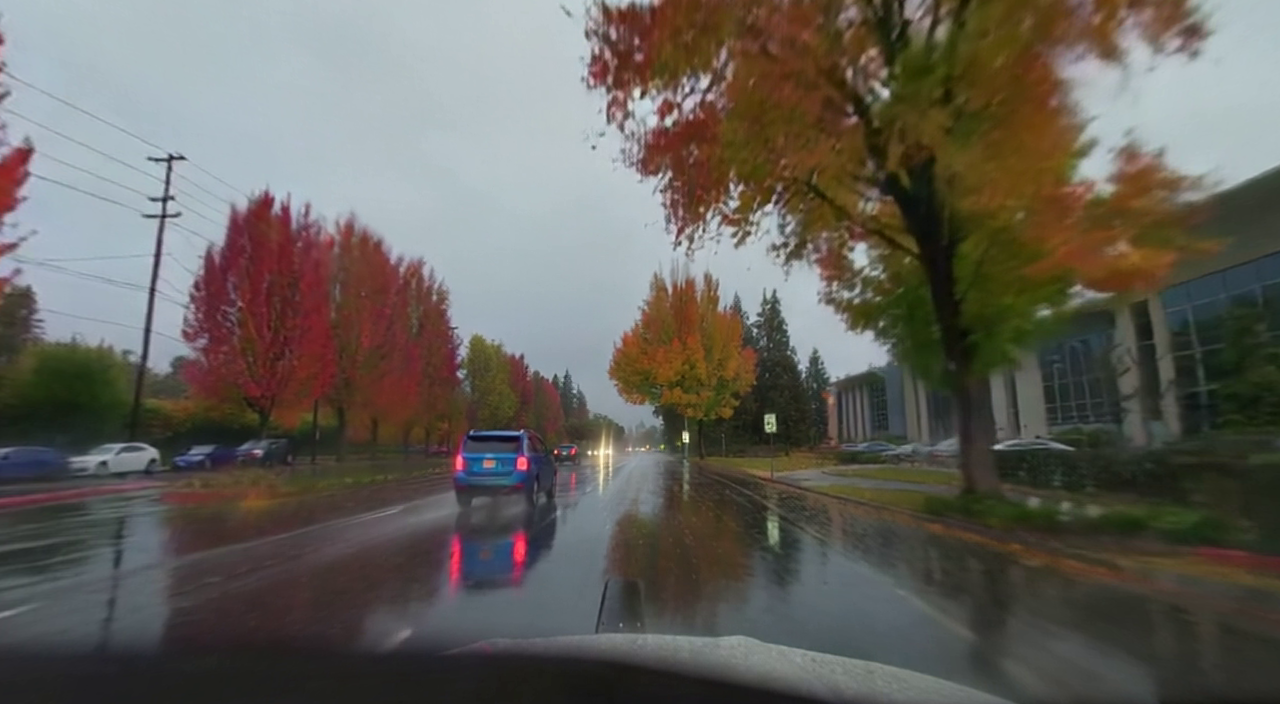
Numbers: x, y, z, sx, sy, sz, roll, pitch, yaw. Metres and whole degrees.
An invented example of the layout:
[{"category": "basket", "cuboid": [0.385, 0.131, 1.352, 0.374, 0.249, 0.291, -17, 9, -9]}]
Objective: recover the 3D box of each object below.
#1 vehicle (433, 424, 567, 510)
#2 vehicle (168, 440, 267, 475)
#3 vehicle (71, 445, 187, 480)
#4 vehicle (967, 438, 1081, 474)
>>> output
[{"category": "vehicle", "cuboid": [-3.201, 2.753, 15.500, 2.112, 1.779, 4.489, 0, -9, 2]}, {"category": "vehicle", "cuboid": [-25.323, 6.333, 38.056, 2.142, 1.895, 5.528, 0, -9, 0]}, {"category": "vehicle", "cuboid": [-25.398, 5.496, 31.581, 1.844, 1.619, 4.725, 0, -9, 0]}, {"category": "vehicle", "cuboid": [18.411, 4.990, 30.268, 4.331, 1.655, 1.884, 1, -9, -7]}]
